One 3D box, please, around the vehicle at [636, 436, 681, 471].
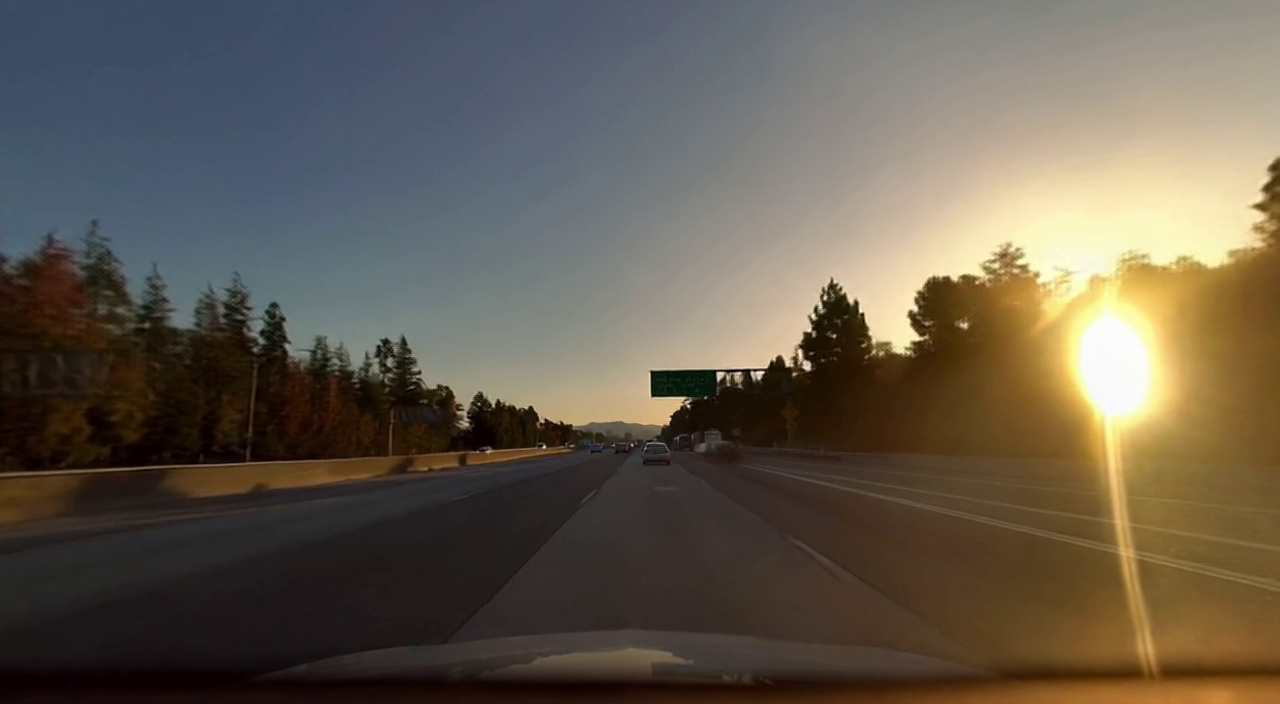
[{"bbox_3d":[0.926,5.455,34.129,2.260,1.766,4.348,0,-8,0],"label":"vehicle"}]
